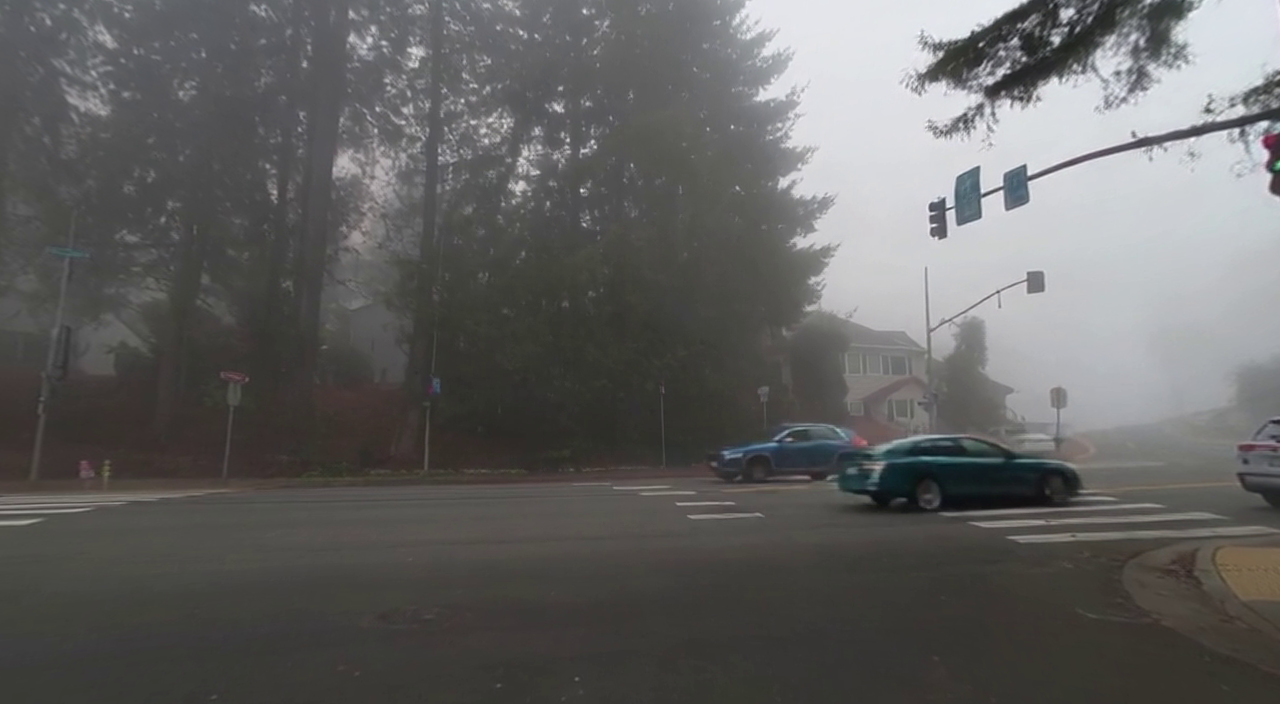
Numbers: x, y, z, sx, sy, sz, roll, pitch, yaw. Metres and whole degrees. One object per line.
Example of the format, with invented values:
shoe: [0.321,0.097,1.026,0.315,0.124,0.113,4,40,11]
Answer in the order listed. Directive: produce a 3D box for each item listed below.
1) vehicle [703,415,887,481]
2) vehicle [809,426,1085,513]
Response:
vehicle: [4.546,2.837,18.791,4.882,1.783,2.093,2,-9,-16]
vehicle: [5.726,2.155,11.945,4.517,1.419,1.836,2,-9,-16]
